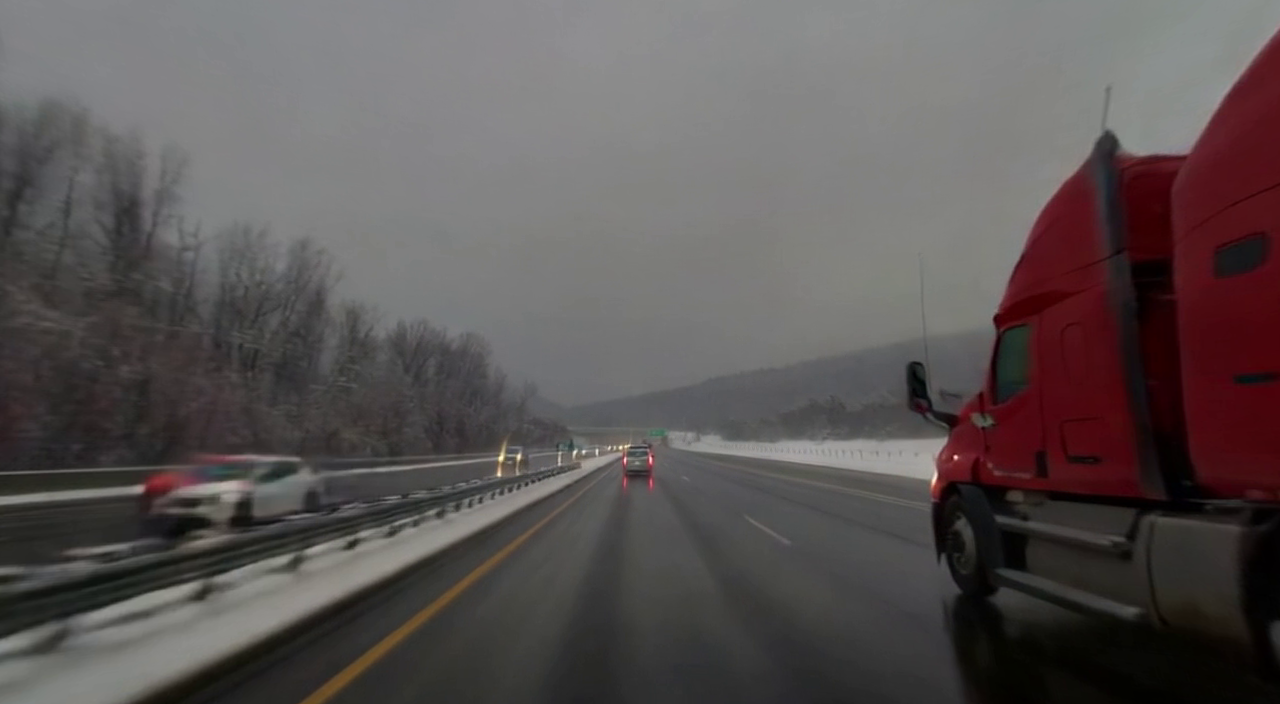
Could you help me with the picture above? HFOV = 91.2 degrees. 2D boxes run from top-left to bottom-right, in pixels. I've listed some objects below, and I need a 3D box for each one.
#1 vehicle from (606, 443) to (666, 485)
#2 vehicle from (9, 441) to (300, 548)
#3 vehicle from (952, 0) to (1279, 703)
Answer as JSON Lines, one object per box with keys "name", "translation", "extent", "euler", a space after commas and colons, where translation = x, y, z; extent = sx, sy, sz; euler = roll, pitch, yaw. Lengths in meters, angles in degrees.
{"name": "vehicle", "translation": [-0.188, 4.499, 25.391], "extent": [2.244, 1.506, 4.097], "euler": [0, -9, -1]}
{"name": "vehicle", "translation": [-8.699, 2.543, 11.925], "extent": [1.957, 1.603, 4.476], "euler": [0, -9, 0]}
{"name": "vehicle", "translation": [4.405, -0.273, 2.180], "extent": [3.351, 3.699, 5.995], "euler": [0, -9, -1]}
